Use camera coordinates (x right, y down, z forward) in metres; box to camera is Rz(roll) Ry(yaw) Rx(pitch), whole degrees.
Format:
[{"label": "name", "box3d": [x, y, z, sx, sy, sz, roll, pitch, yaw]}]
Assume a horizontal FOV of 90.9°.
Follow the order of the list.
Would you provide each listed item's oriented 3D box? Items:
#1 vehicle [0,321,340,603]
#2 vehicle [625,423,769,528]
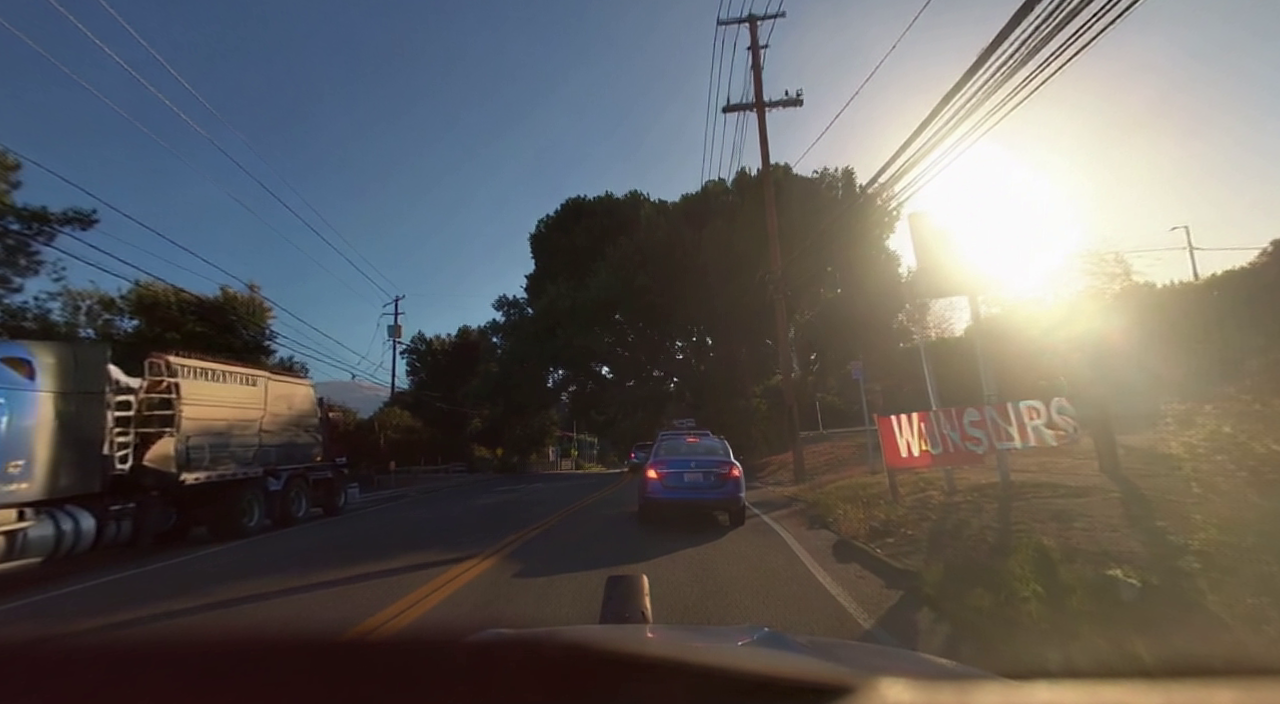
[{"label": "vehicle", "box3d": [-8.385, 1.555, 9.223, 3.395, 3.071, 7.634, -7, -6, 8]}, {"label": "vehicle", "box3d": [0.879, 2.072, 11.040, 2.081, 1.503, 3.726, 0, -8, 2]}]
